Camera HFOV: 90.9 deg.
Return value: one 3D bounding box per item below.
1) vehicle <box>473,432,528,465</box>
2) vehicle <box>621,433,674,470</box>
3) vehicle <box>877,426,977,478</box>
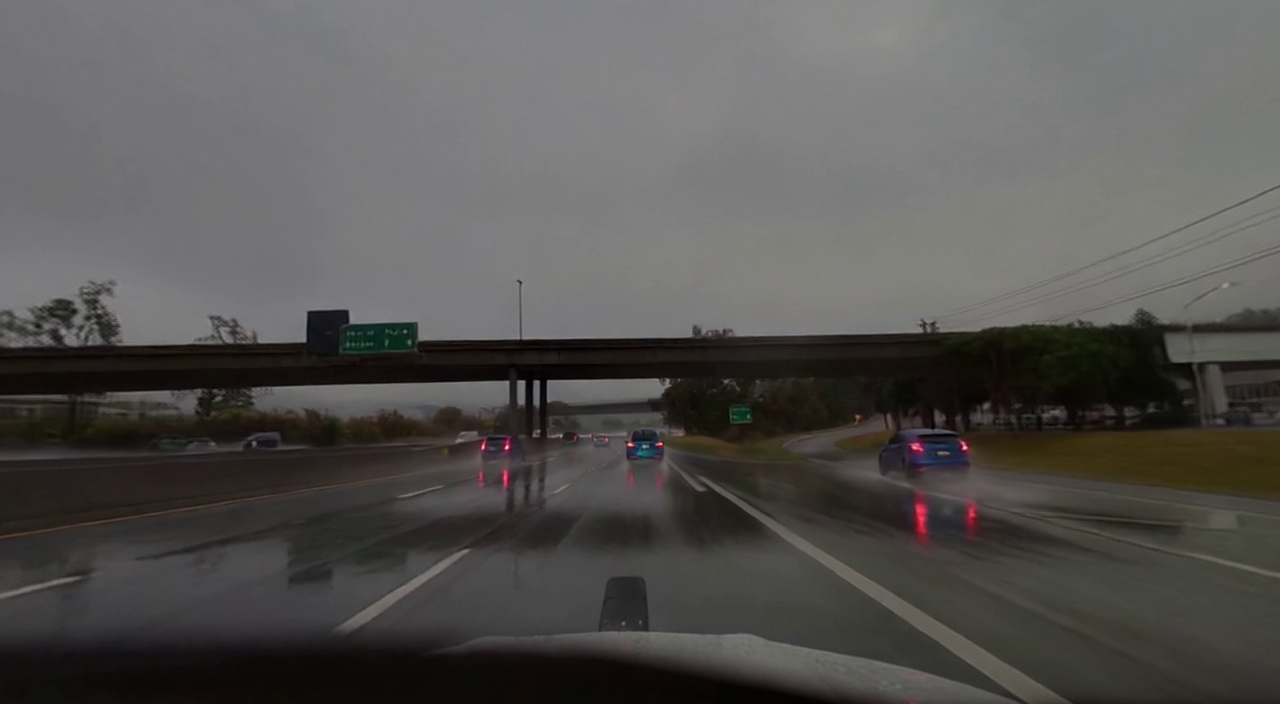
[{"bbox_3d":[-7.614,5.336,34.931,2.067,1.682,4.388,0,-8,0],"label":"vehicle"},{"bbox_3d":[0.266,4.368,27.847,2.145,1.493,4.146,0,-8,-1],"label":"vehicle"},{"bbox_3d":[10.539,3.705,23.607,2.095,1.674,4.530,1,-8,7],"label":"vehicle"}]
